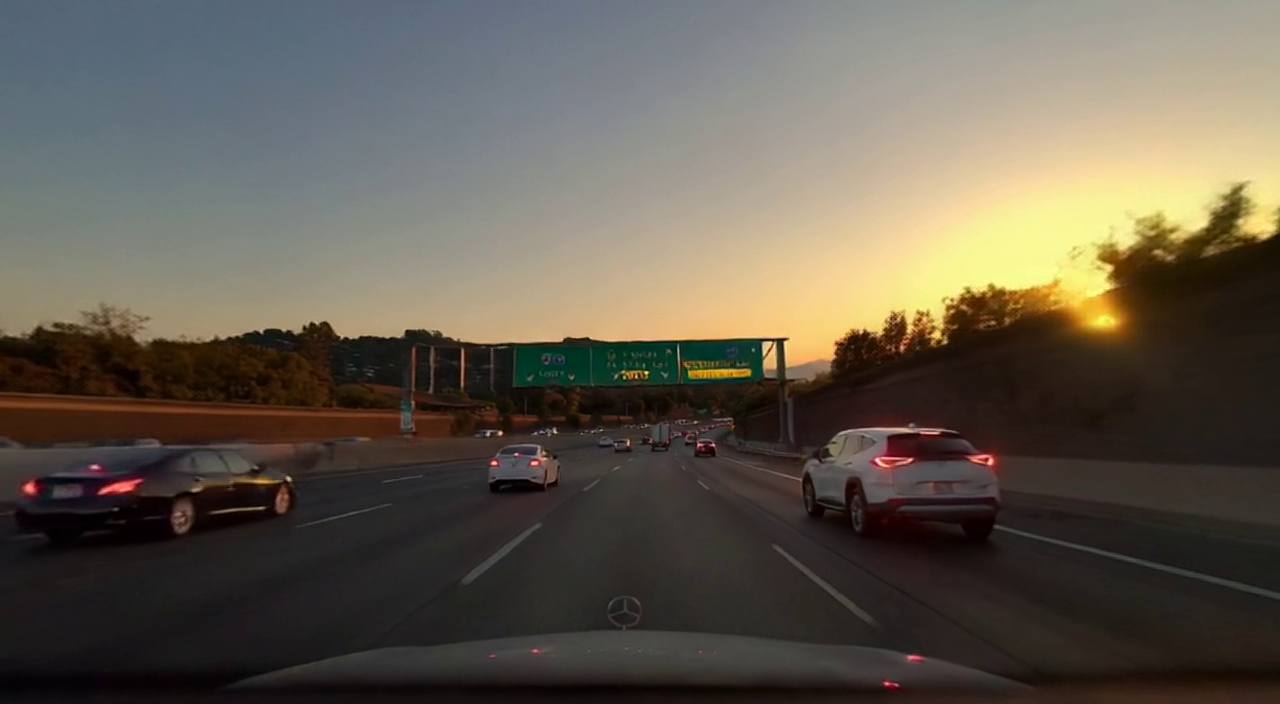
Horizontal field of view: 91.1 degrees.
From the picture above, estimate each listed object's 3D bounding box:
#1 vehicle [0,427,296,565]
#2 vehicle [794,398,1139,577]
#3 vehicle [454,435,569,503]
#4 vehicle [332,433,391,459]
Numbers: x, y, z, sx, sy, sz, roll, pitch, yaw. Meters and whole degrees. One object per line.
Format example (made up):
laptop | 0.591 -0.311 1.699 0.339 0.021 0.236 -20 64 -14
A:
vehicle | -7.055 1.866 8.934 1.909 1.482 4.140 0 -8 1
vehicle | 3.723 1.645 8.459 2.108 1.709 4.703 0 -8 0
vehicle | -3.070 2.874 15.935 1.947 1.479 4.114 0 -8 2
vehicle | -20.034 6.790 45.360 1.924 1.706 4.731 0 -8 2
